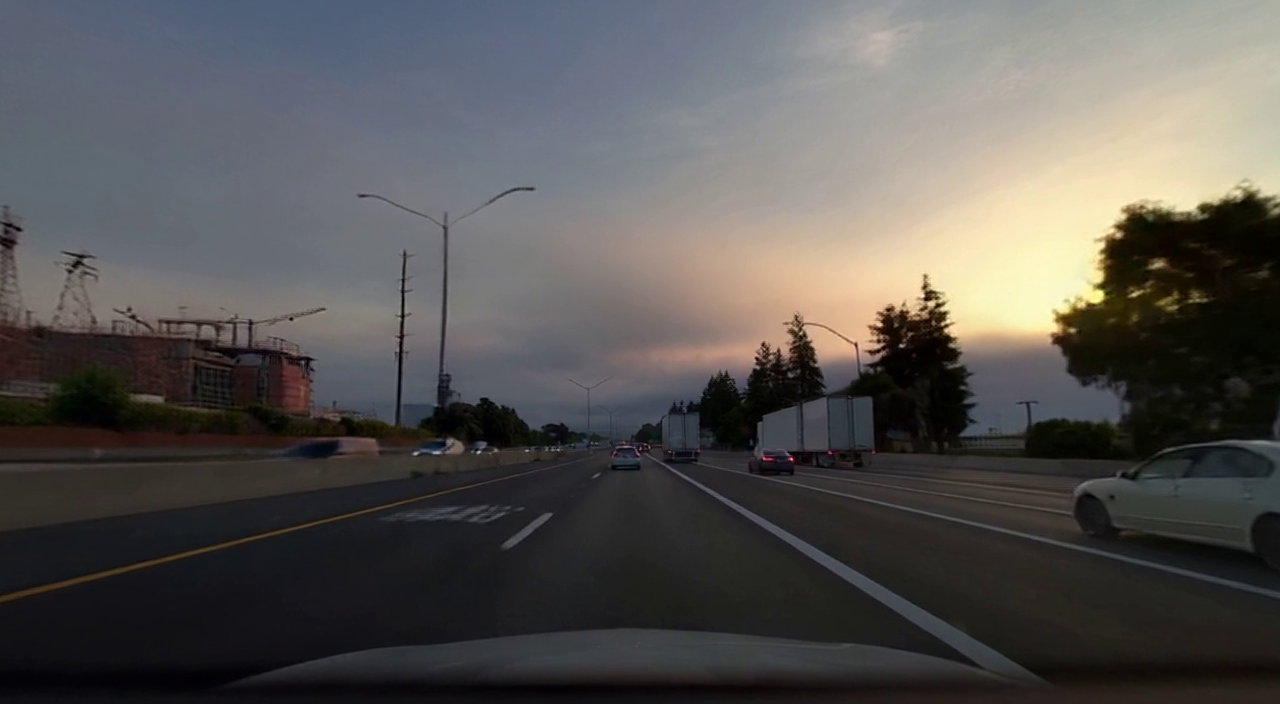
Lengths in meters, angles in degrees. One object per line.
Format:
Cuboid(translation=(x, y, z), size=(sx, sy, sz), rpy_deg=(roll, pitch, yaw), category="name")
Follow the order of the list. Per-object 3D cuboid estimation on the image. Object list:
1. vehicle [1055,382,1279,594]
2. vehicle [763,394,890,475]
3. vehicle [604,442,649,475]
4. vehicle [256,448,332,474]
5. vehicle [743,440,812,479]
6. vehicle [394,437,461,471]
Cuboid(translation=(7.309, 1.341, 6.320), size=(2.369, 2.007, 5.700), rpy_deg=(0, -9, 0), category="vehicle")
Cuboid(translation=(11.312, 5.589, 41.268), size=(2.898, 4.171, 17.188), rpy_deg=(0, -9, -1), category="vehicle")
Cuboid(translation=(-0.680, 5.406, 32.183), size=(2.163, 1.551, 4.180), rpy_deg=(0, -9, -1), category="vehicle")
Cuboid(translation=(-20.662, 6.518, 37.968), size=(1.895, 1.457, 4.677), rpy_deg=(0, -9, 0), category="vehicle")
Cuboid(translation=(6.253, 4.952, 29.304), size=(2.154, 1.658, 4.347), rpy_deg=(0, -9, 0), category="vehicle")
Cuboid(translation=(-12.896, 6.227, 38.724), size=(2.179, 1.895, 5.631), rpy_deg=(0, -9, -1), category="vehicle")
